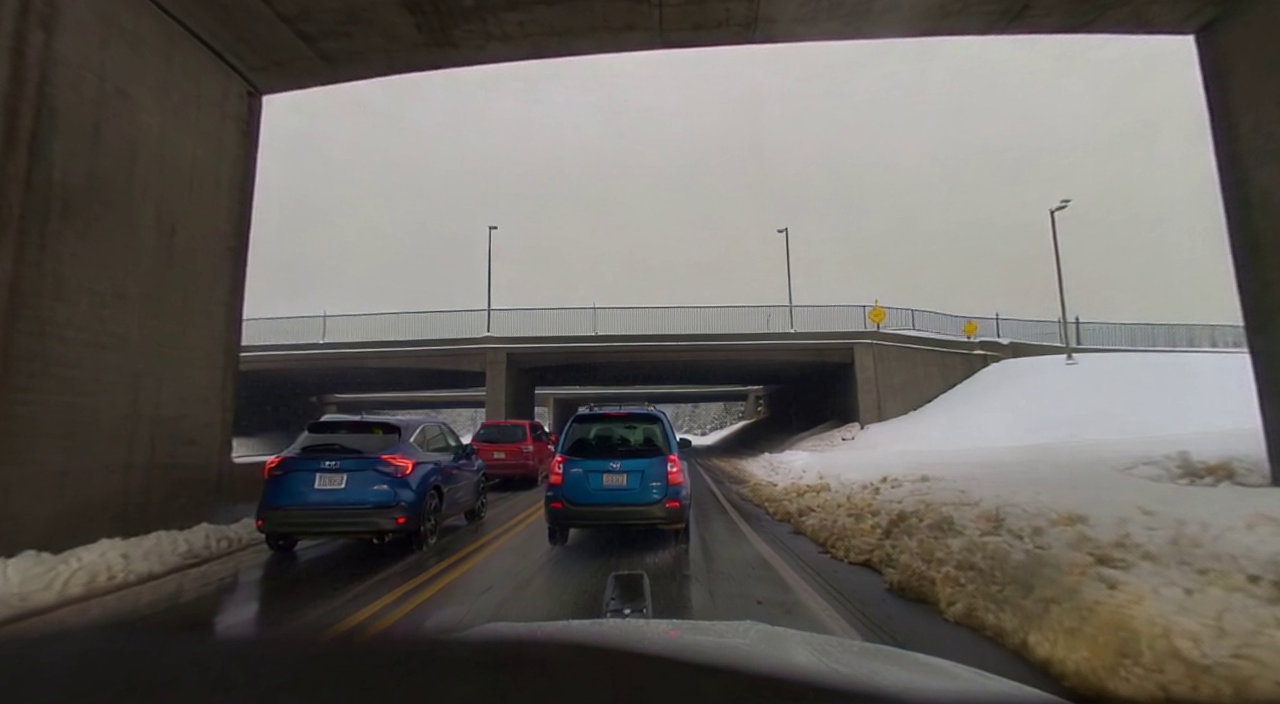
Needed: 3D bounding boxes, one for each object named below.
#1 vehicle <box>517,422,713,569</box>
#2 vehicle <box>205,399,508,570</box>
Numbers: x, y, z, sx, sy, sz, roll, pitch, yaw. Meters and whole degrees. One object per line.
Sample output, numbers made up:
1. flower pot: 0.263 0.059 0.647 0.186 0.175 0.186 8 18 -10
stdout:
1. vehicle: -0.169 1.780 8.575 2.020 1.478 4.092 -1 -8 3
2. vehicle: -3.430 1.714 8.883 2.017 1.761 4.572 -1 -8 2
